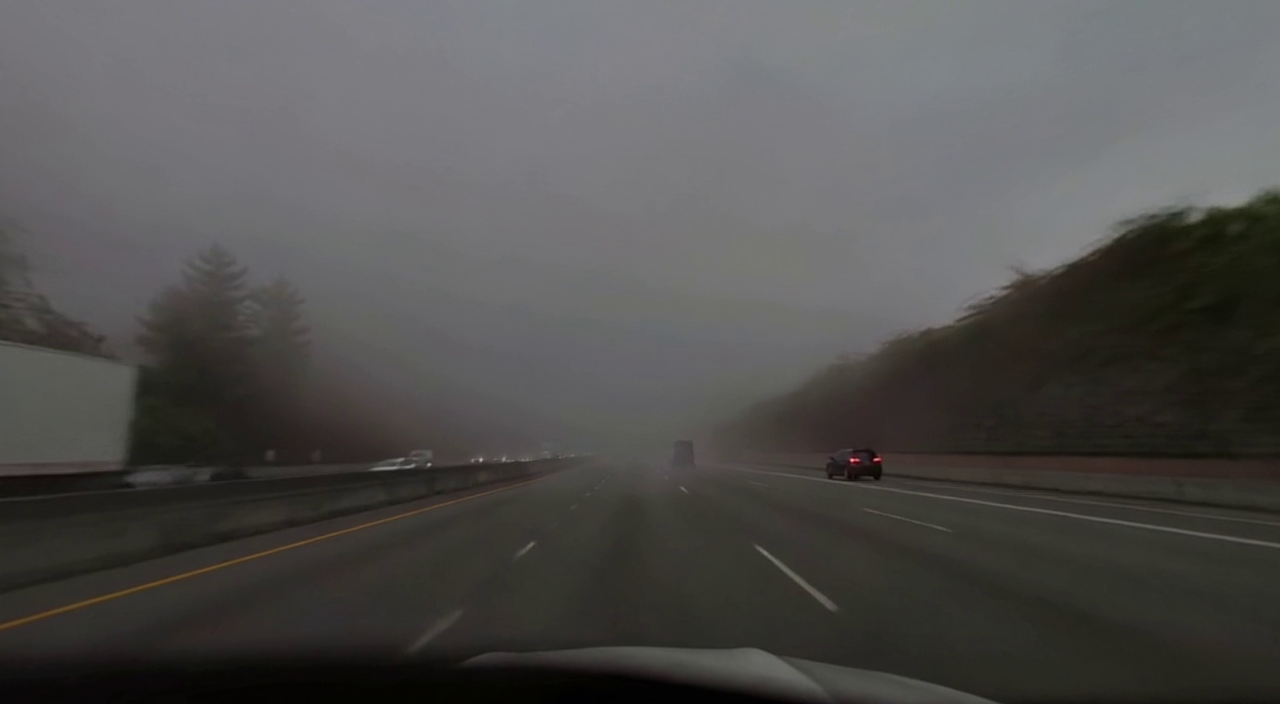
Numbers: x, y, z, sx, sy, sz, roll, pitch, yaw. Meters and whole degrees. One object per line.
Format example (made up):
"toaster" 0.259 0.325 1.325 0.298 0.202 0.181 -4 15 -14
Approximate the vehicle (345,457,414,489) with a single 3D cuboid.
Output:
"vehicle" -13.168 6.112 32.077 1.802 1.459 4.061 0 -9 0

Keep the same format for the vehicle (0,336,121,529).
"vehicle" -16.481 1.226 10.337 3.679 4.369 14.373 0 -9 0

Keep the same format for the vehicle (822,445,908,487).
"vehicle" 9.720 4.930 27.617 1.950 1.632 4.845 0 -9 0
